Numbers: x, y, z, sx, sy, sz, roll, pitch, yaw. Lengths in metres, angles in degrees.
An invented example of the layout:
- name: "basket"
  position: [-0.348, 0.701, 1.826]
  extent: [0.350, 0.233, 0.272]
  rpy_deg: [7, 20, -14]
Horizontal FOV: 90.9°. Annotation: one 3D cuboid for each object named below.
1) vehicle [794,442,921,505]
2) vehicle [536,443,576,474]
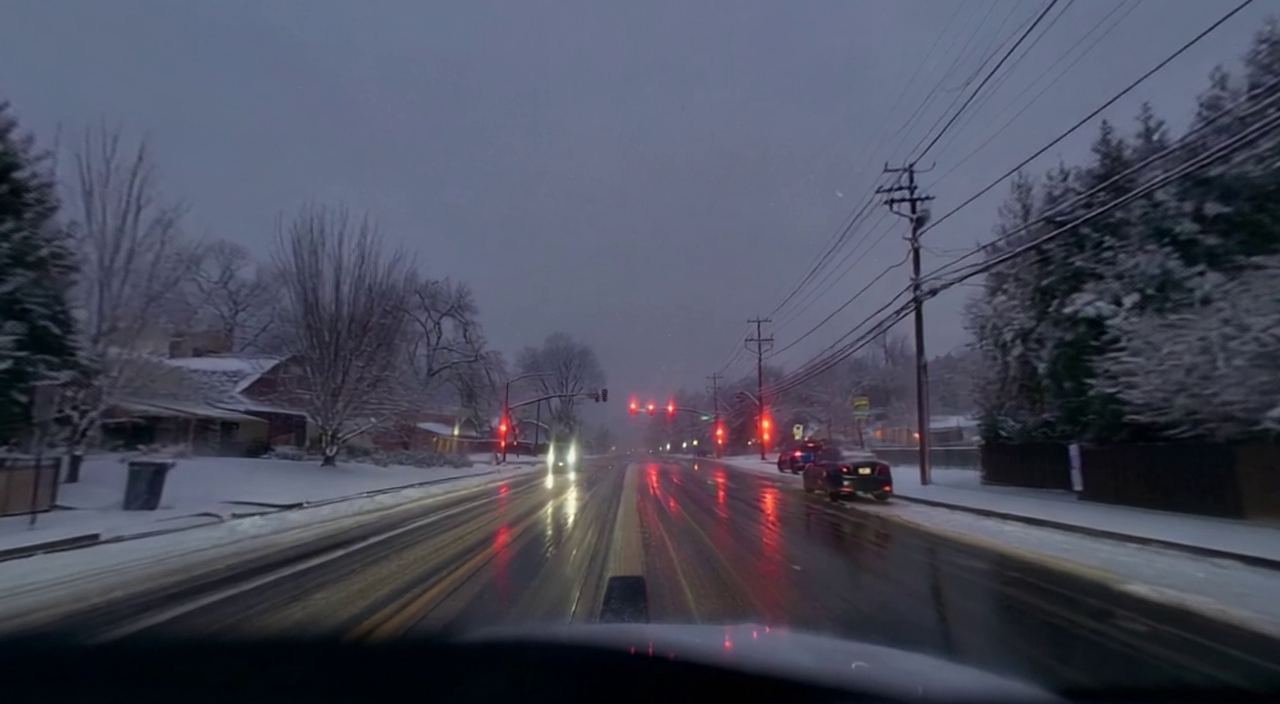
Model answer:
- name: "vehicle"
  position: [5.773, 3.253, 17.373]
  extent: [2.040, 1.475, 4.389]
  rpy_deg: [-1, -9, 2]
- name: "vehicle"
  position: [-5.189, 6.667, 39.592]
  extent: [2.012, 1.778, 4.990]
  rpy_deg: [0, -9, -2]
